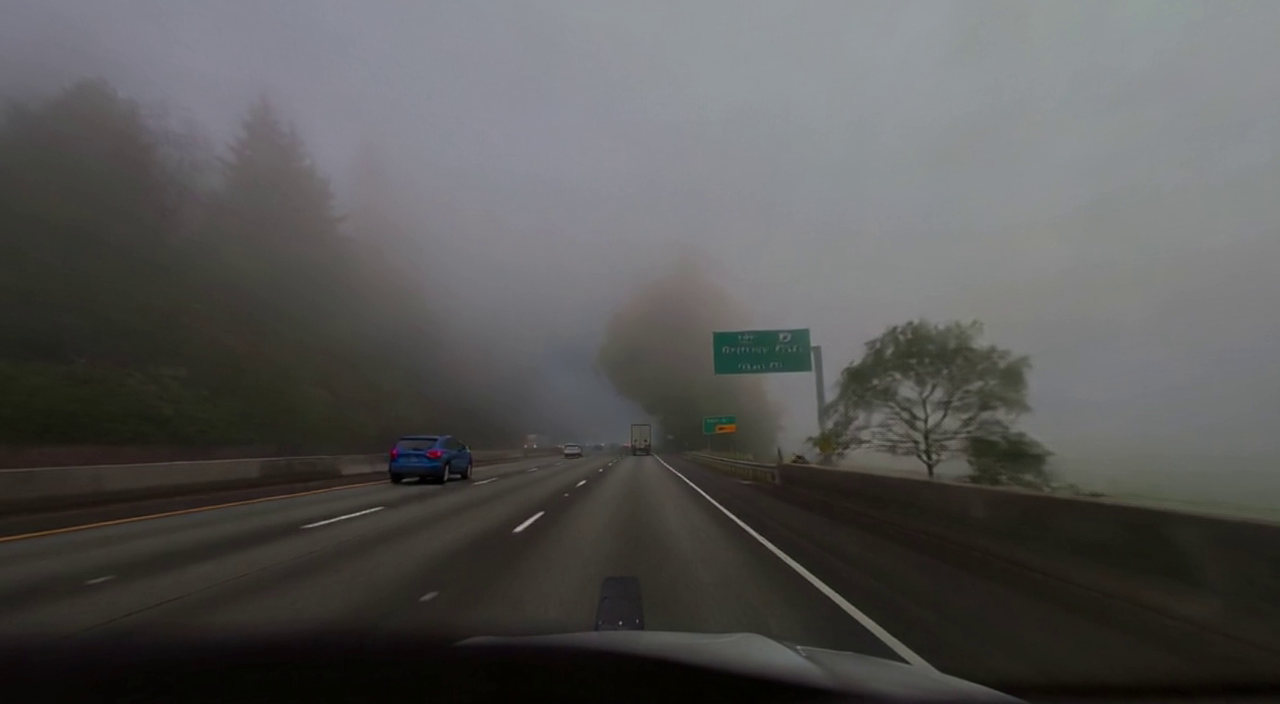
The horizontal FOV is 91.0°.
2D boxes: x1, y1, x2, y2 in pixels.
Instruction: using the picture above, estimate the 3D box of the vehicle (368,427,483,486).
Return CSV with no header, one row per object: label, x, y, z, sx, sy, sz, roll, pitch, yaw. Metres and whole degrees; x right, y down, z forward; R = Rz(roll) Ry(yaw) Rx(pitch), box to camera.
vehicle,-7.214,3.577,21.819,2.253,1.815,4.618,0,-9,1
